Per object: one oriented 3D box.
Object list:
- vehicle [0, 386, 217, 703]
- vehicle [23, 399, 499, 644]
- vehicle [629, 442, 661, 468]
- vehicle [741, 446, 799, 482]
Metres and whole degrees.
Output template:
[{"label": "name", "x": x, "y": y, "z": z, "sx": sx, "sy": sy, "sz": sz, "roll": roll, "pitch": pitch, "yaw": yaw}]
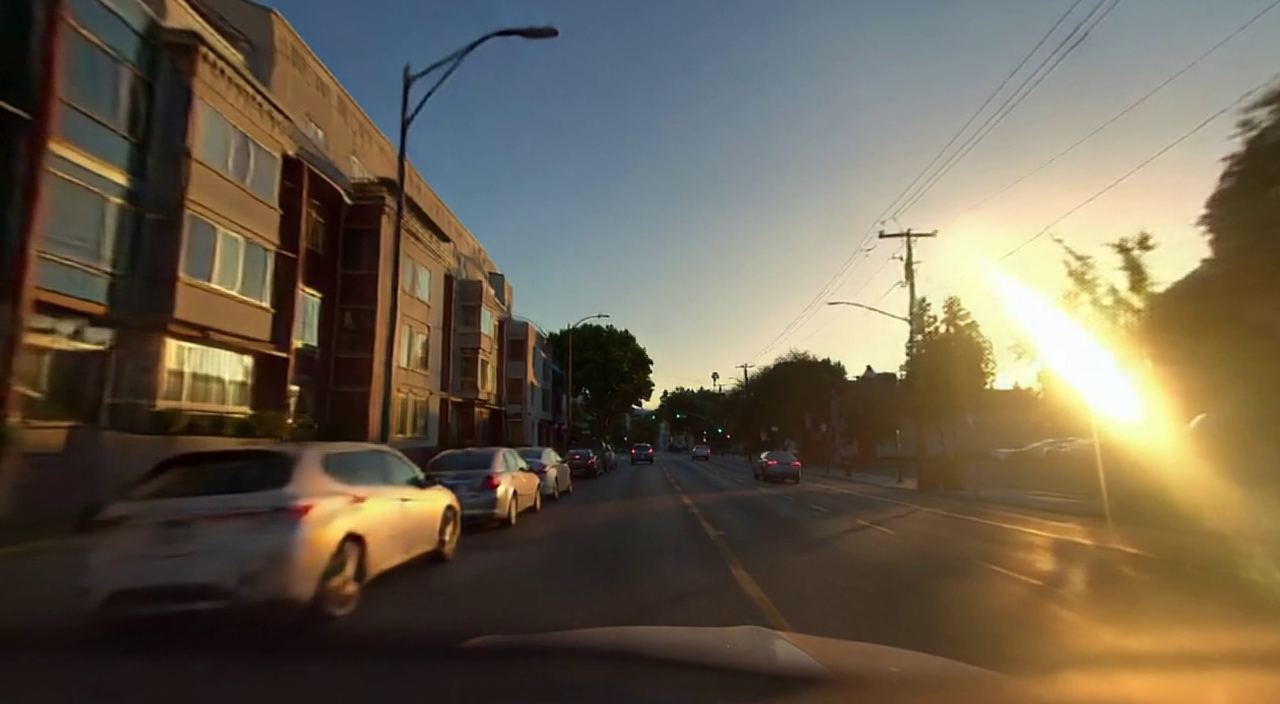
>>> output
[{"label": "vehicle", "x": -3.340, "y": 0.915, "z": 2.239, "sx": 1.609, "sy": 1.619, "sz": 2.840, "roll": 0, "pitch": -9, "yaw": 0}, {"label": "vehicle", "x": -3.124, "y": 1.514, "z": 6.660, "sx": 2.199, "sy": 1.676, "sz": 4.486, "roll": 0, "pitch": -9, "yaw": 0}, {"label": "vehicle", "x": 0.399, "y": 7.111, "z": 43.622, "sx": 2.122, "sy": 1.689, "sz": 3.885, "roll": 0, "pitch": -9, "yaw": 1}, {"label": "vehicle", "x": 5.684, "y": 4.943, "z": 28.002, "sx": 1.799, "sy": 1.463, "sz": 3.464, "roll": 0, "pitch": -9, "yaw": -1}]
